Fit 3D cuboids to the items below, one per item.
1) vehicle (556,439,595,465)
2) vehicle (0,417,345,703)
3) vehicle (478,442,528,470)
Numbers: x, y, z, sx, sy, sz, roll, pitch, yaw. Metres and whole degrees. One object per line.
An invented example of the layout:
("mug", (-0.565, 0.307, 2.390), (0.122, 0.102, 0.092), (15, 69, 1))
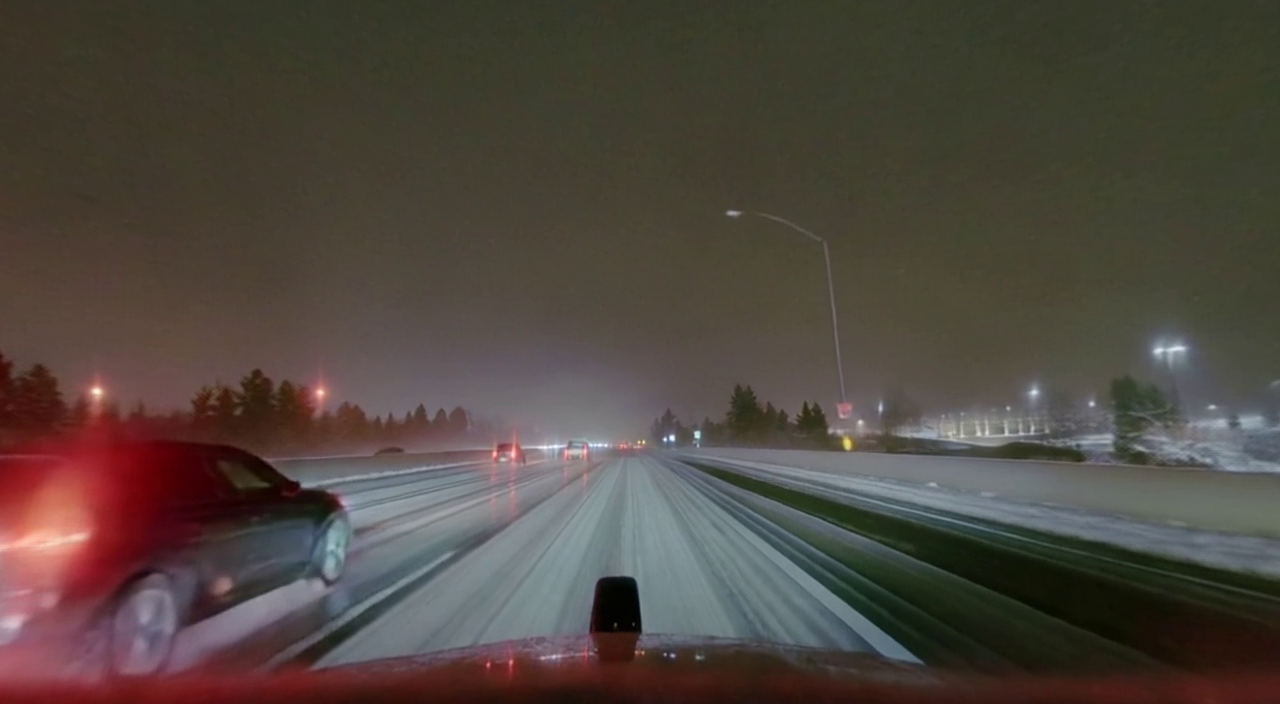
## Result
("vehicle", (-4.388, 6.897, 43.576), (2.200, 1.662, 5.091), (0, -8, 0))
("vehicle", (-4.040, 1.207, 3.996), (2.044, 1.479, 4.745), (0, -8, 0))
("vehicle", (-8.060, 6.140, 37.476), (1.924, 1.519, 4.791), (0, -8, 0))
